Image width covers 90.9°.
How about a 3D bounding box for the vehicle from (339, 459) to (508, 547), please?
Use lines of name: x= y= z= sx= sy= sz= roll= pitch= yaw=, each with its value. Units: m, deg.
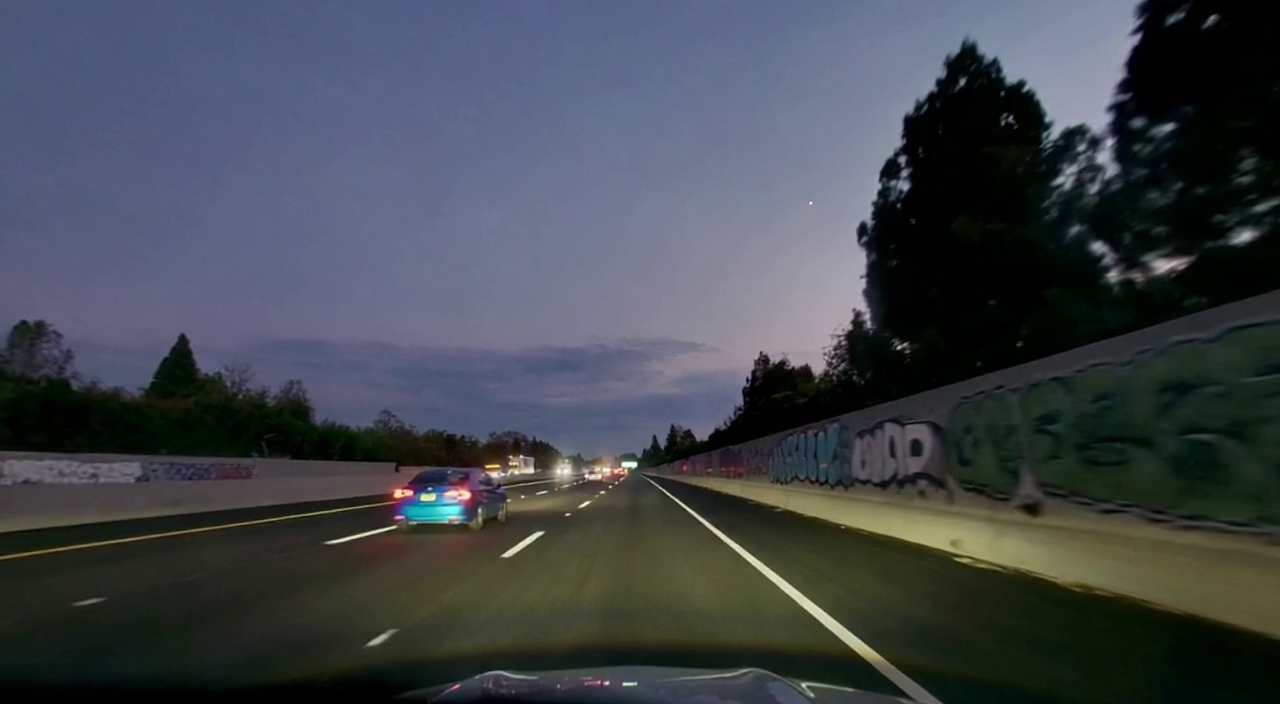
vehicle: x=-4.033 y=2.887 z=12.520 sx=1.941 sy=1.437 sz=3.829 roll=1 pitch=-10 yaw=1
